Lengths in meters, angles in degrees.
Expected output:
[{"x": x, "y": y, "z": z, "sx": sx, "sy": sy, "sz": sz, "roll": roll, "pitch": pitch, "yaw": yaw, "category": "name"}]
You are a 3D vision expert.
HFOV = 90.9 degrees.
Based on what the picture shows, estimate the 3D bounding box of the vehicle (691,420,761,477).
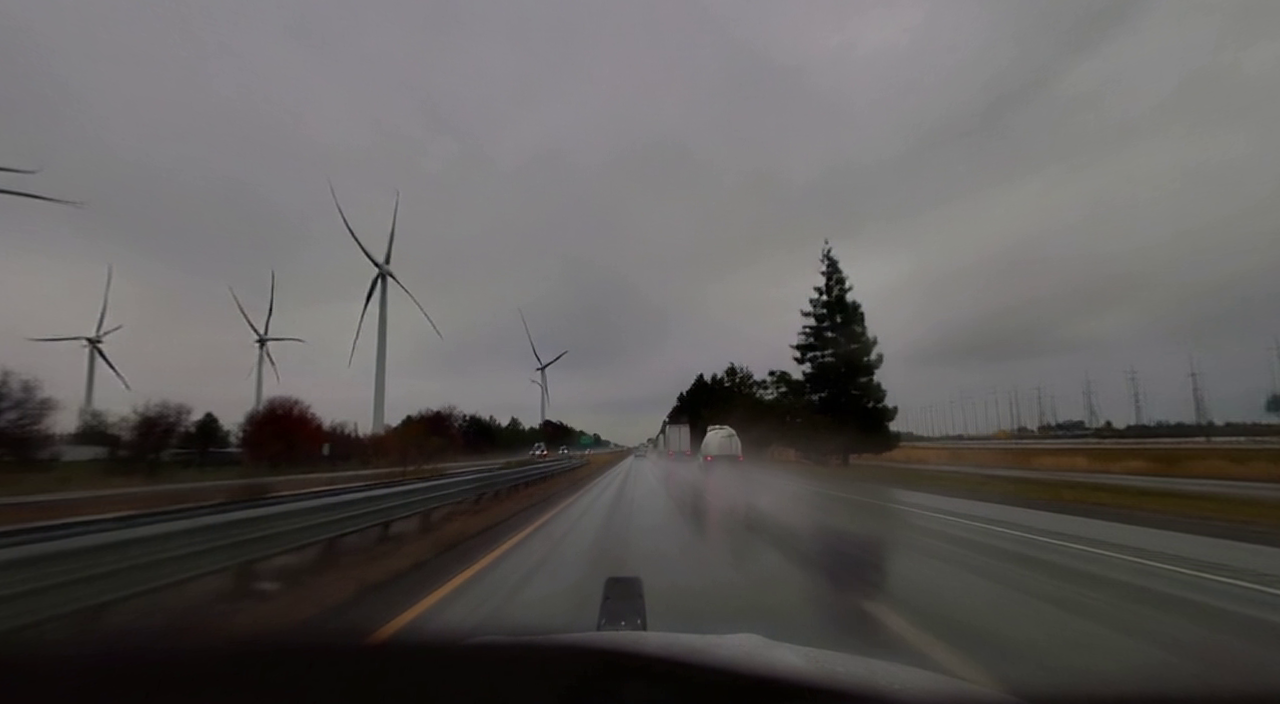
[{"x": 4.290, "y": 5.001, "z": 32.484, "sx": 2.609, "sy": 2.648, "sz": 5.397, "roll": 0, "pitch": -9, "yaw": -2, "category": "vehicle"}]
